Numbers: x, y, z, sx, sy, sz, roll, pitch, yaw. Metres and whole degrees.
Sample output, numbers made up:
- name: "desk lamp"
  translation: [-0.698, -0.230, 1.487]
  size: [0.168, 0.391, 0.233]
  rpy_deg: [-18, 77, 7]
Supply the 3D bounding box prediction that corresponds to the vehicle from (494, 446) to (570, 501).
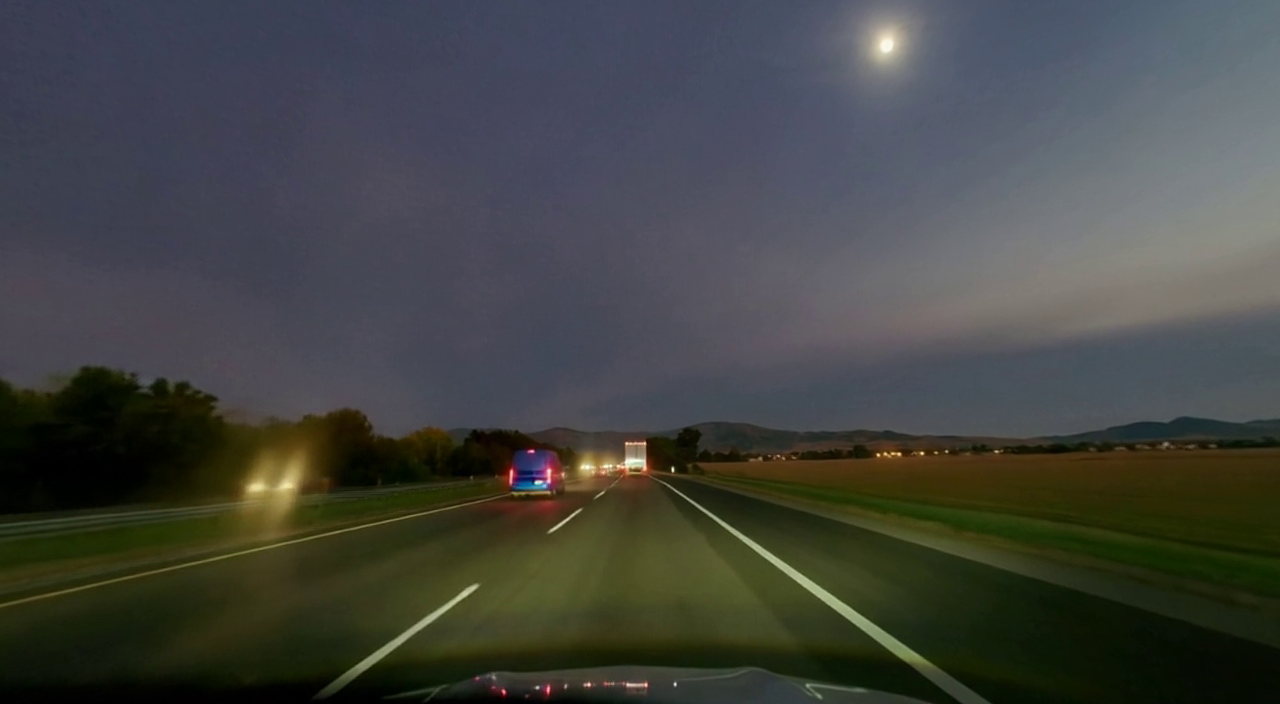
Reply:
- name: "vehicle"
  translation: [-4.231, 4.877, 25.467]
  size: [2.208, 1.973, 4.716]
  rpy_deg: [1, -10, 0]
